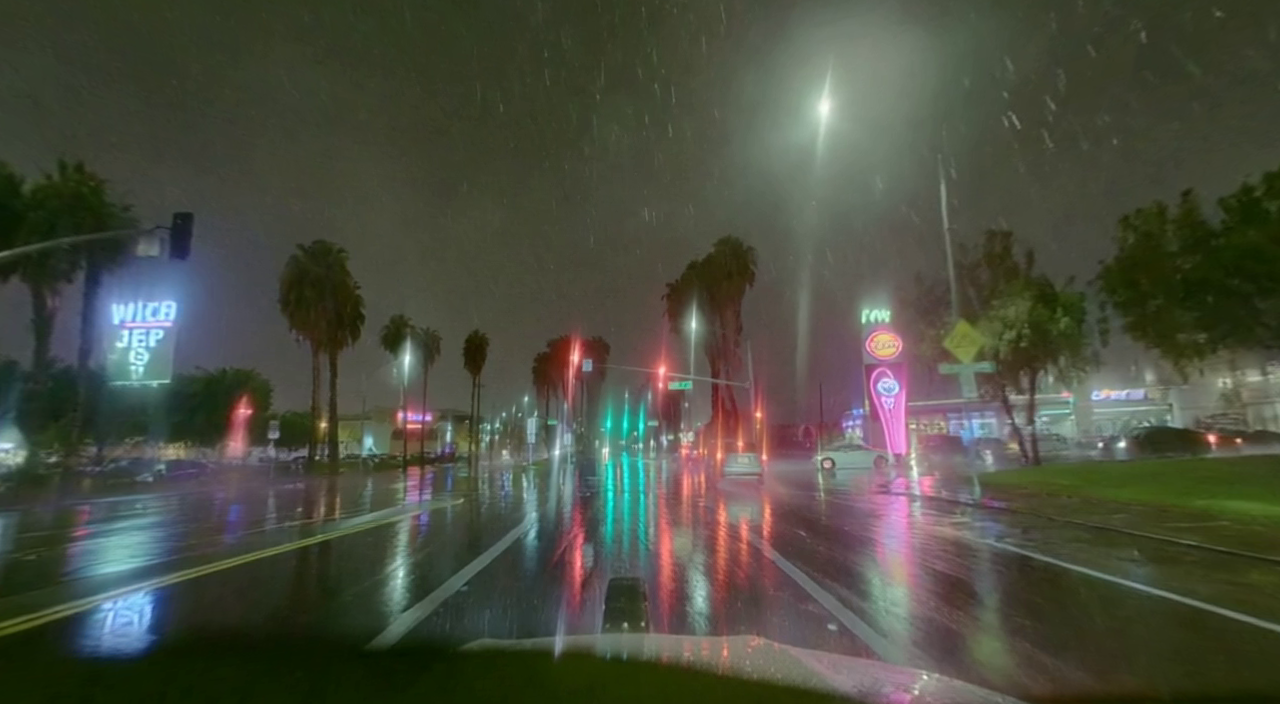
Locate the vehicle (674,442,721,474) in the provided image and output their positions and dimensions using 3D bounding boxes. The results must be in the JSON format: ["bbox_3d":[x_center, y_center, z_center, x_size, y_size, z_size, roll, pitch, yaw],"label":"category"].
[{"bbox_3d":[2.834,5.353,32.105,1.870,1.467,4.800,0,-8,-1],"label":"vehicle"}]

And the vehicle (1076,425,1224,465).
[{"bbox_3d":[27.089,4.987,33.666,5.803,1.983,2.284,0,-9,0],"label":"vehicle"}]

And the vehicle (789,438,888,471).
[{"bbox_3d":[10.423,5.421,33.383,4.448,1.640,2.160,0,-8,-1],"label":"vehicle"}]

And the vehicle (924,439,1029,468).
[{"bbox_3d":[18.136,5.476,34.081,4.462,1.474,2.083,0,-8,-2],"label":"vehicle"}]

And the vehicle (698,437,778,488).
[{"bbox_3d":[3.219,3.721,21.498,1.931,1.534,4.126,0,-8,-2],"label":"vehicle"}]
